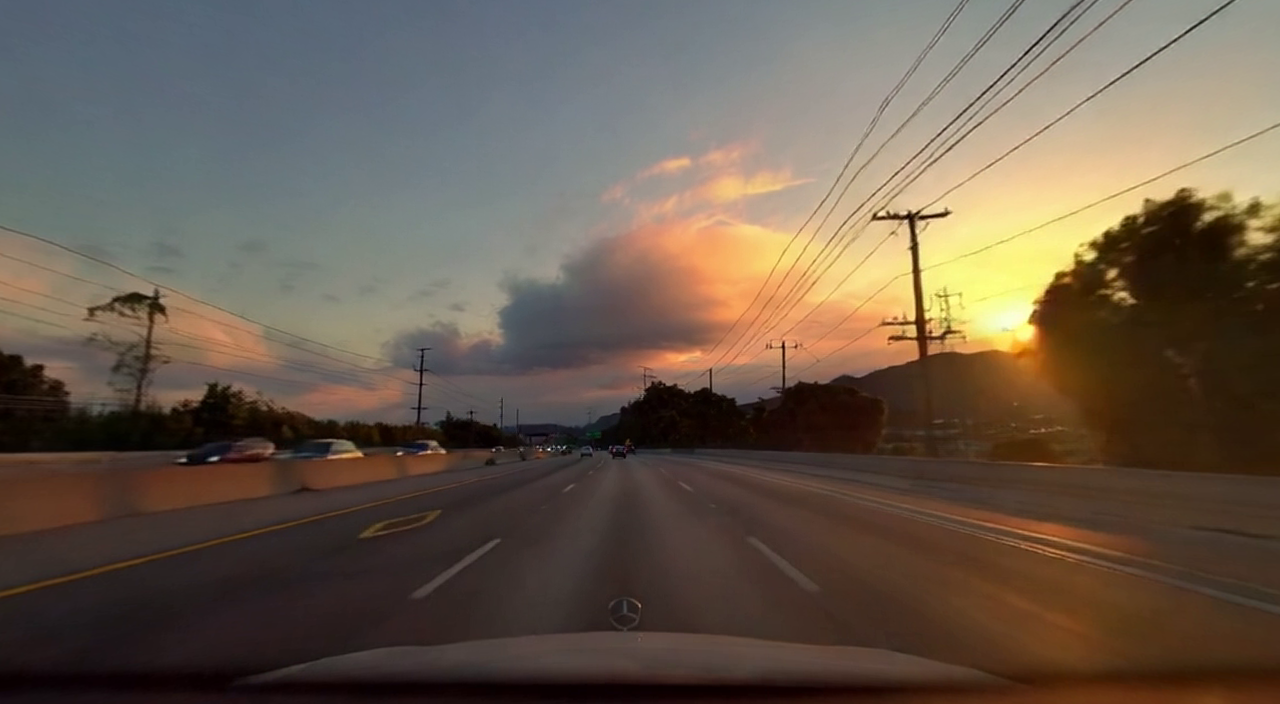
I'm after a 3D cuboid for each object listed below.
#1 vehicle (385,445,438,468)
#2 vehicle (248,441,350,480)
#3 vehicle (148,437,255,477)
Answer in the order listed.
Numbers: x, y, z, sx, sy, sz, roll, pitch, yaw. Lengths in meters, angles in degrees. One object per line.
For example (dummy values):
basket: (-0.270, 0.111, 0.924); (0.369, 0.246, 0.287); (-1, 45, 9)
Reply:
vehicle: (-15.048, 6.910, 41.930); (1.914, 1.477, 4.524); (0, -9, -1)
vehicle: (-14.346, 4.576, 26.917); (1.948, 1.531, 4.456); (0, -9, -1)
vehicle: (-18.540, 4.446, 26.934); (1.778, 1.562, 3.903); (0, -9, -1)
